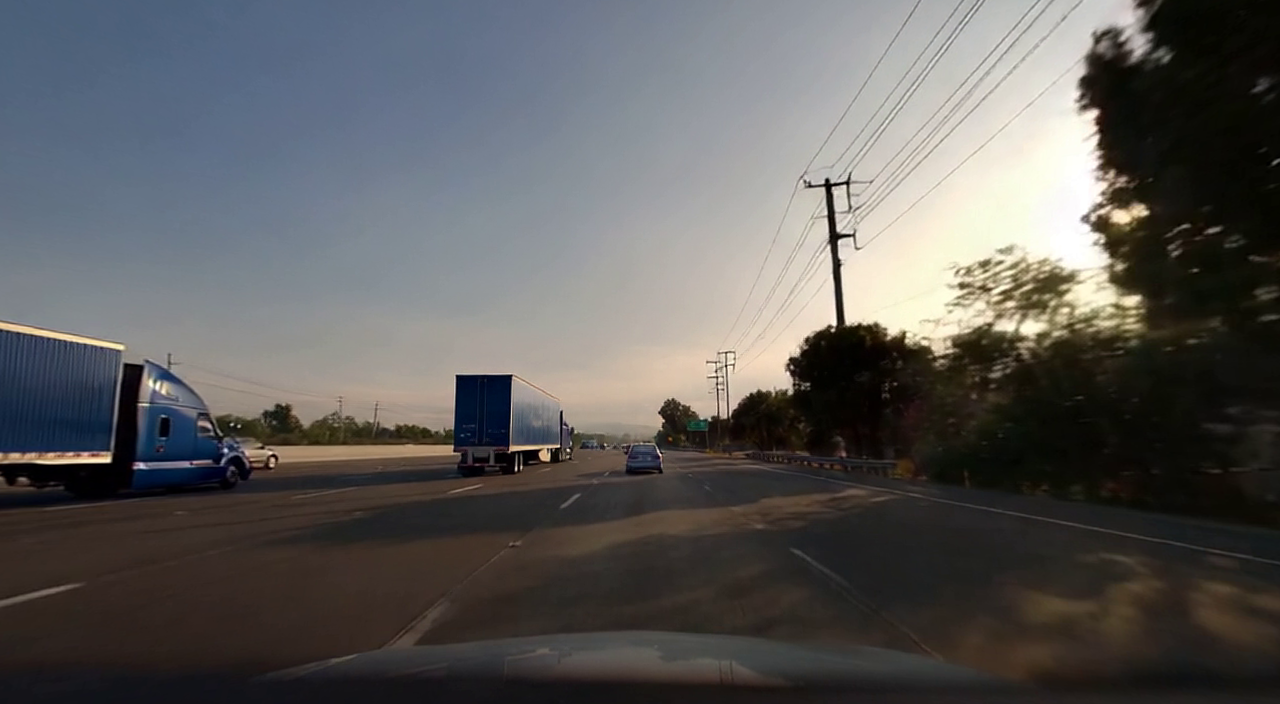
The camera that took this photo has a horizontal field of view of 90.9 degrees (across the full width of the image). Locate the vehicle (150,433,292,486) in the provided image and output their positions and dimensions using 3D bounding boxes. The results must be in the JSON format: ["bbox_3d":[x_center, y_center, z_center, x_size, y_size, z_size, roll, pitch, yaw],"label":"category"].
[{"bbox_3d":[-14.704,3.776,22.502,1.938,1.679,4.469,0,-9,0],"label":"vehicle"}]

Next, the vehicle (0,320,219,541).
[{"bbox_3d":[-10.651,1.090,8.813,2.896,3.140,9.491,0,-9,1],"label":"vehicle"}]

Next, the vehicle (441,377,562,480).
[{"bbox_3d":[-6.439,4.164,32.776,2.907,4.081,15.311,0,-9,0],"label":"vehicle"}]

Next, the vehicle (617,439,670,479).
[{"bbox_3d":[0.141,4.519,26.894,2.055,1.514,4.323,0,-9,0],"label":"vehicle"}]
